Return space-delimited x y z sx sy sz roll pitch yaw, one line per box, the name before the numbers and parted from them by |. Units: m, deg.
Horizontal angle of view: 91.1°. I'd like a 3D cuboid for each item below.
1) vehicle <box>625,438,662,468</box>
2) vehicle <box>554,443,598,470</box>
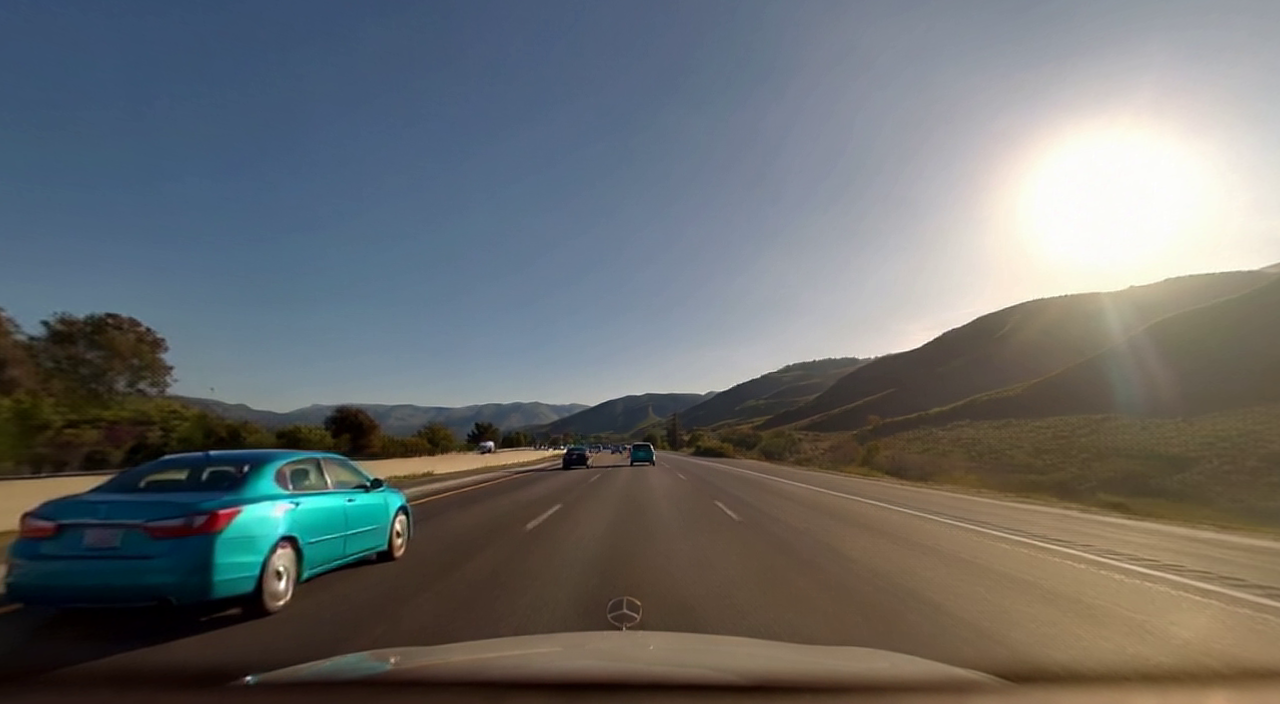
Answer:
vehicle | 0.251 6.599 41.217 2.272 1.836 4.866 0 -8 0
vehicle | -3.745 6.182 37.254 2.082 1.485 4.237 0 -8 1
